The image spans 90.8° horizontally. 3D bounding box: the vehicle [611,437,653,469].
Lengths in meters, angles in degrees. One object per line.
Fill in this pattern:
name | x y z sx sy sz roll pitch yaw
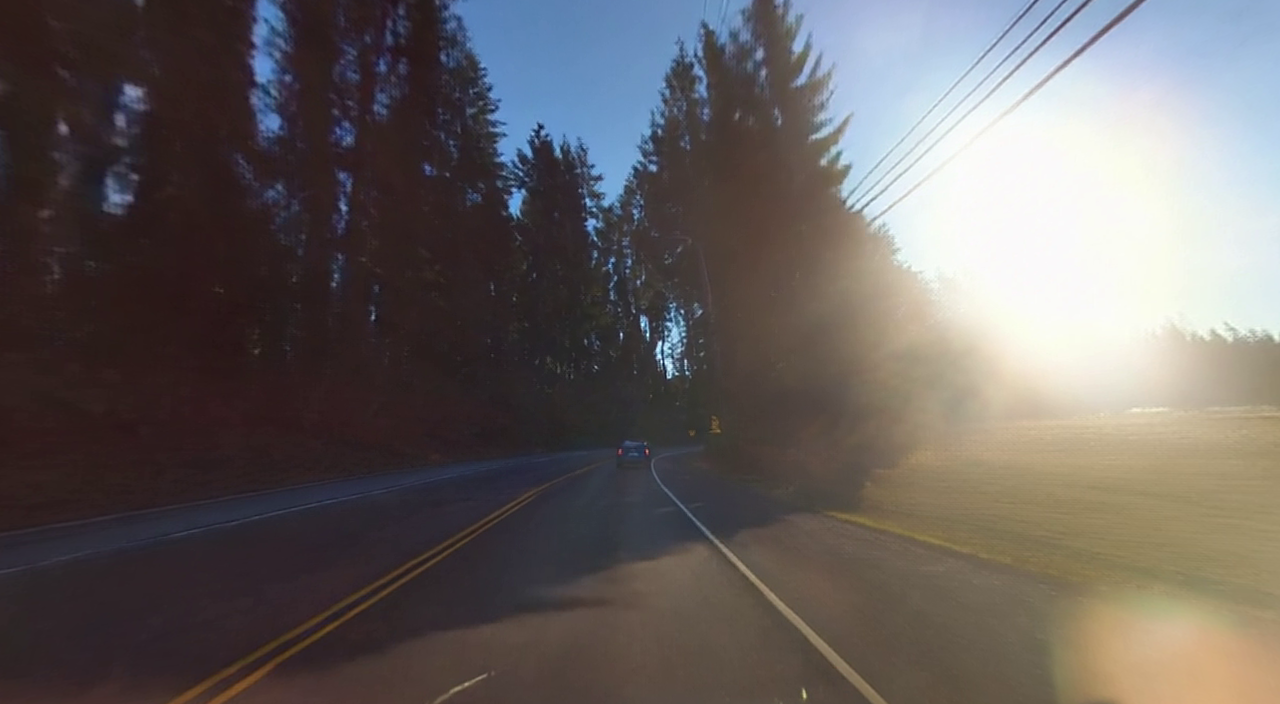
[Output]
vehicle | -0.347 5.378 33.852 2.059 1.524 3.963 1 -8 2
